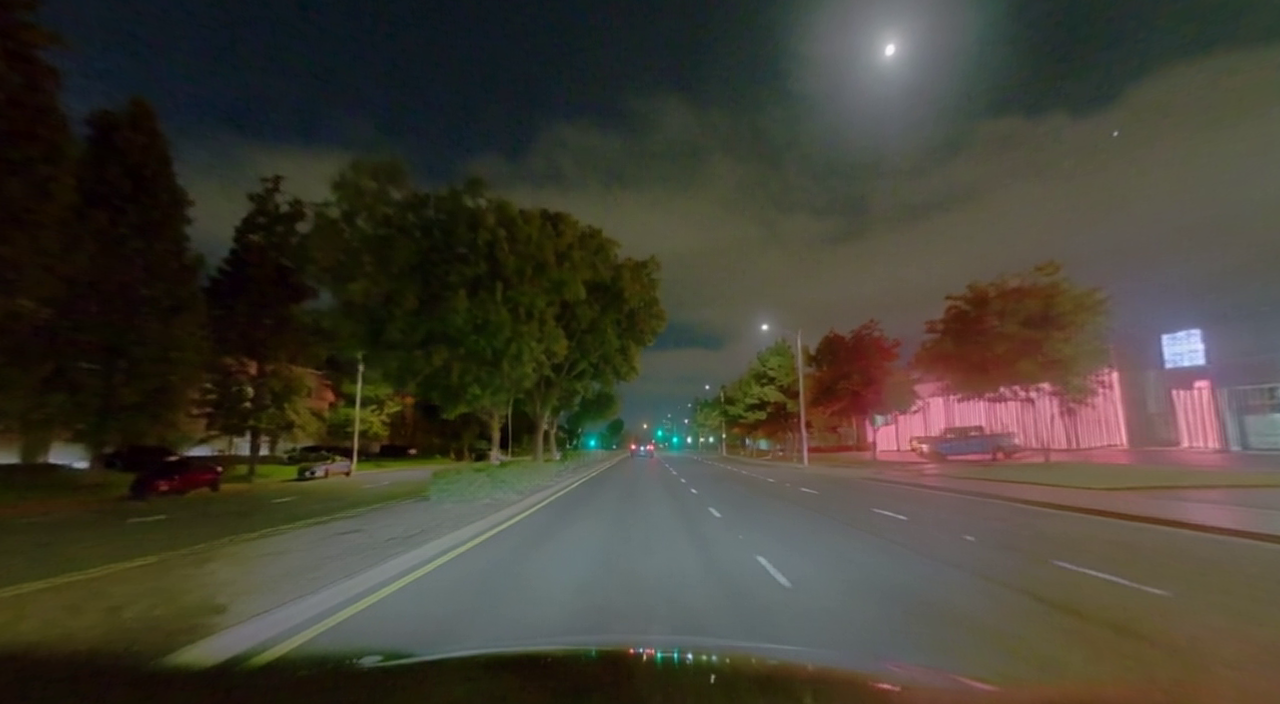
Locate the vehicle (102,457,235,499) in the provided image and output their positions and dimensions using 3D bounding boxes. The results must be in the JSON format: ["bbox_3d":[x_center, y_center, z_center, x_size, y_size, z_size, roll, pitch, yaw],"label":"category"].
[{"bbox_3d":[-18.819,5.025,25.489,1.806,1.454,4.599,0,-8,1],"label":"vehicle"}]

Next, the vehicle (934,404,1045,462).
[{"bbox_3d":[21.991,5.218,40.206,3.006,3.375,6.598,0,-8,-2],"label":"vehicle"}]

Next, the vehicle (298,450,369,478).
[{"bbox_3d":[-18.914,6.908,39.164,1.814,1.577,5.024,0,-8,1],"label":"vehicle"}]

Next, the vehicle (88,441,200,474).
[{"bbox_3d":[-26.437,5.625,33.693,4.314,1.680,1.822,1,-8,-3],"label":"vehicle"}]

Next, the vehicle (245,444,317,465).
[{"bbox_3d":[-27.623,7.903,48.615,4.336,1.560,1.980,0,-8,0],"label":"vehicle"}]
